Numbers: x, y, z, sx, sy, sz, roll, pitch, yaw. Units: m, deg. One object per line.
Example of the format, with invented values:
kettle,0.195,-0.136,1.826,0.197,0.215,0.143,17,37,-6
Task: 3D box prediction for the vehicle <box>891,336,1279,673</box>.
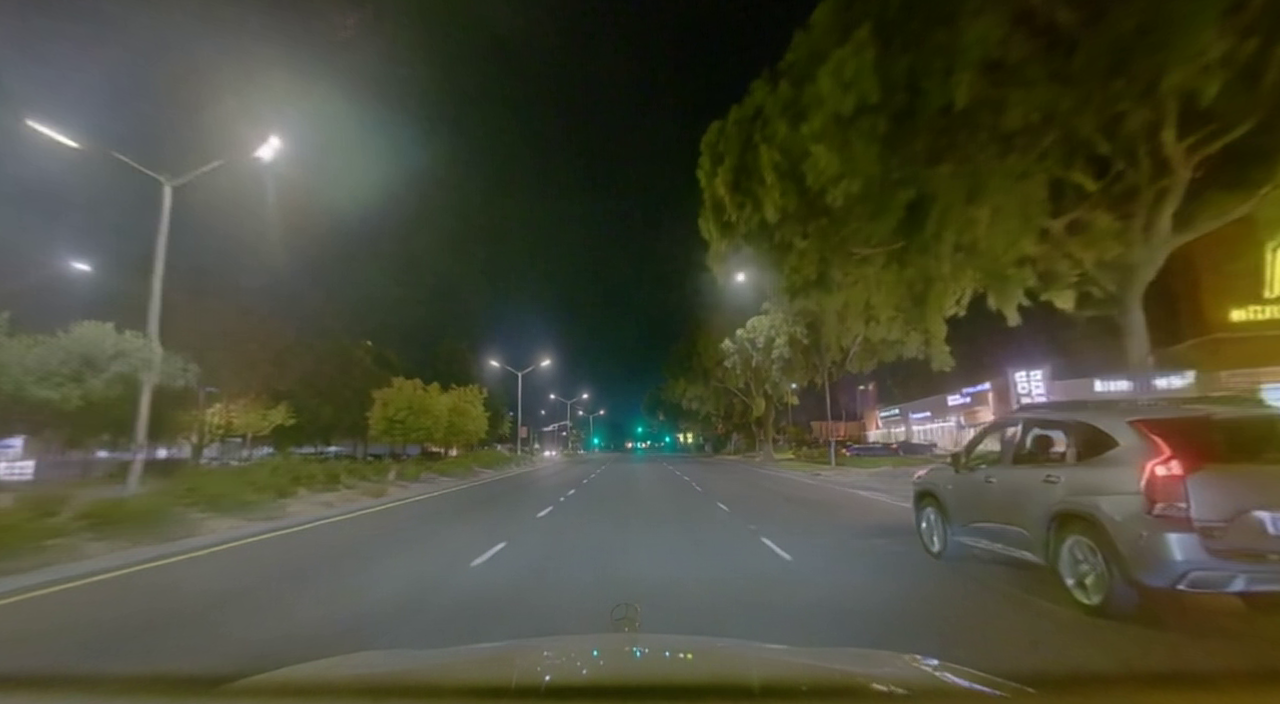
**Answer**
vehicle,4.711,1.244,6.277,2.185,1.956,5.128,0,-8,-1
